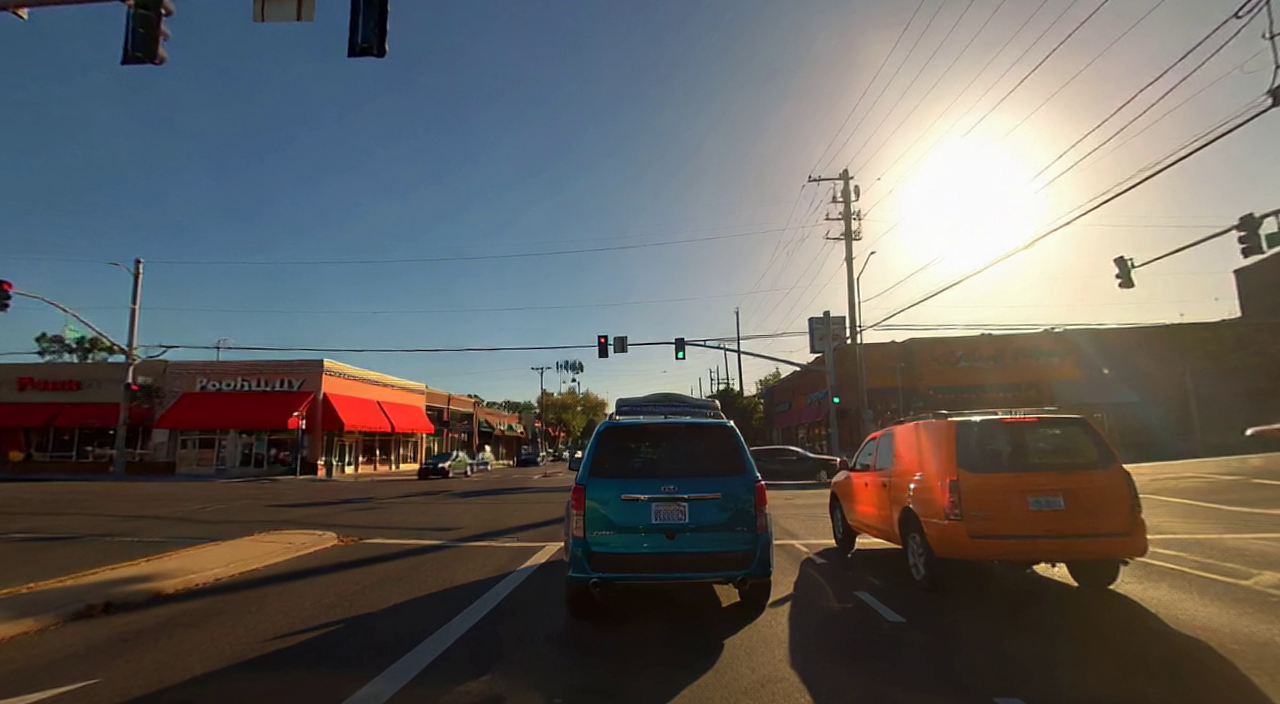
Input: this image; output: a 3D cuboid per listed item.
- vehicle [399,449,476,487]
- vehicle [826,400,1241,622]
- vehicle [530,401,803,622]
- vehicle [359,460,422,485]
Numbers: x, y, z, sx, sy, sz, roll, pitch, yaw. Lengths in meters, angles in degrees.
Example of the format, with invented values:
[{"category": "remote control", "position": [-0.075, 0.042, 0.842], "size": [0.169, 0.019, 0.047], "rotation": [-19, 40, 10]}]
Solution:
[{"category": "vehicle", "position": [-10.051, 5.761, 31.718], "size": [2.023, 1.713, 4.451], "rotation": [-1, -8, 5]}, {"category": "vehicle", "position": [3.613, 1.518, 6.967], "size": [1.976, 1.664, 4.189], "rotation": [-1, -8, 2]}, {"category": "vehicle", "position": [0.251, 1.513, 6.844], "size": [2.098, 1.682, 3.778], "rotation": [0, -8, 2]}, {"category": "vehicle", "position": [-16.271, 7.835, 41.351], "size": [1.872, 1.433, 4.404], "rotation": [-1, -8, 7]}]
